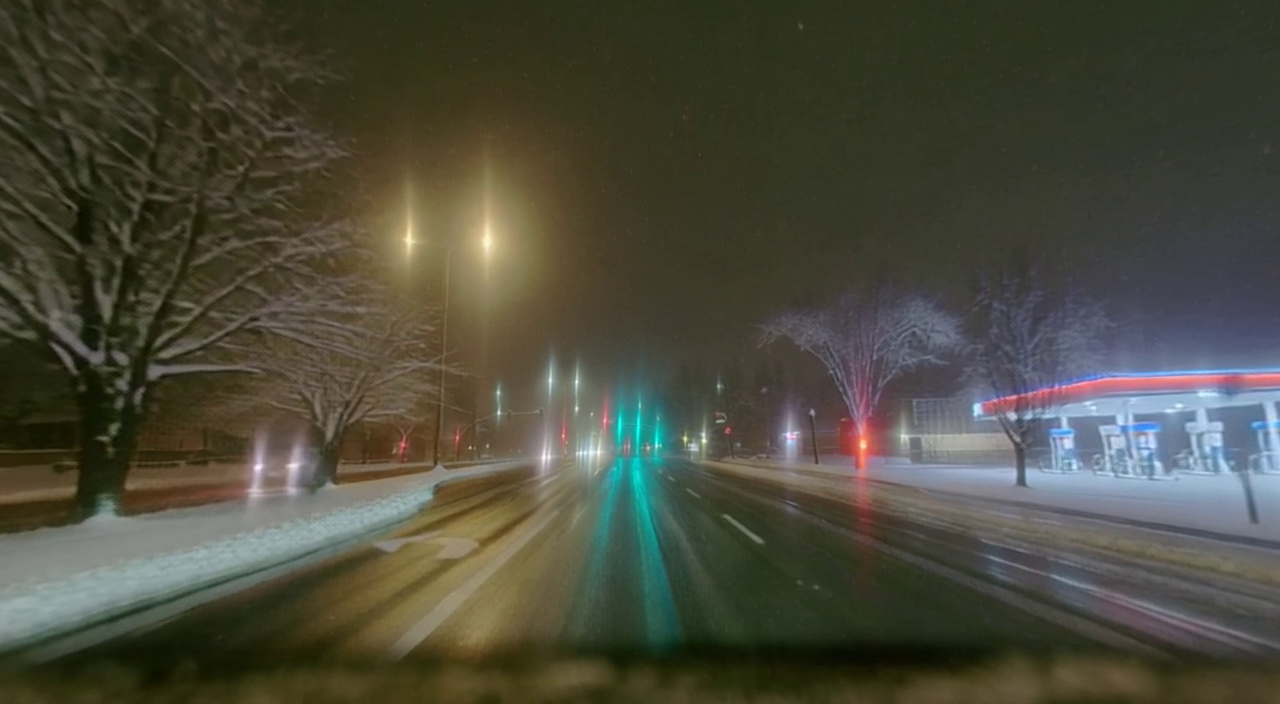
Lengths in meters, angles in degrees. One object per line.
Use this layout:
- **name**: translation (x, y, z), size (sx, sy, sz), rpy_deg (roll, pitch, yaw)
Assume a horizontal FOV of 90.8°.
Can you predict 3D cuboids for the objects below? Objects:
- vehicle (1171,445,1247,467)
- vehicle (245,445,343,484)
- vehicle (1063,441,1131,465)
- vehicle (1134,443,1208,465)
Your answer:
- **vehicle**: translation (38.934, 7.117, 43.354), size (1.653, 1.421, 3.632), rpy_deg (0, -9, -4)
- **vehicle**: translation (-15.652, 5.065, 28.897), size (1.916, 1.620, 4.408), rpy_deg (0, -8, 1)
- **vehicle**: translation (30.967, 6.884, 42.944), size (1.591, 1.491, 4.005), rpy_deg (-2, -9, 1)
- **vehicle**: translation (36.631, 7.020, 43.685), size (1.665, 1.442, 3.759), rpy_deg (0, -8, -4)
